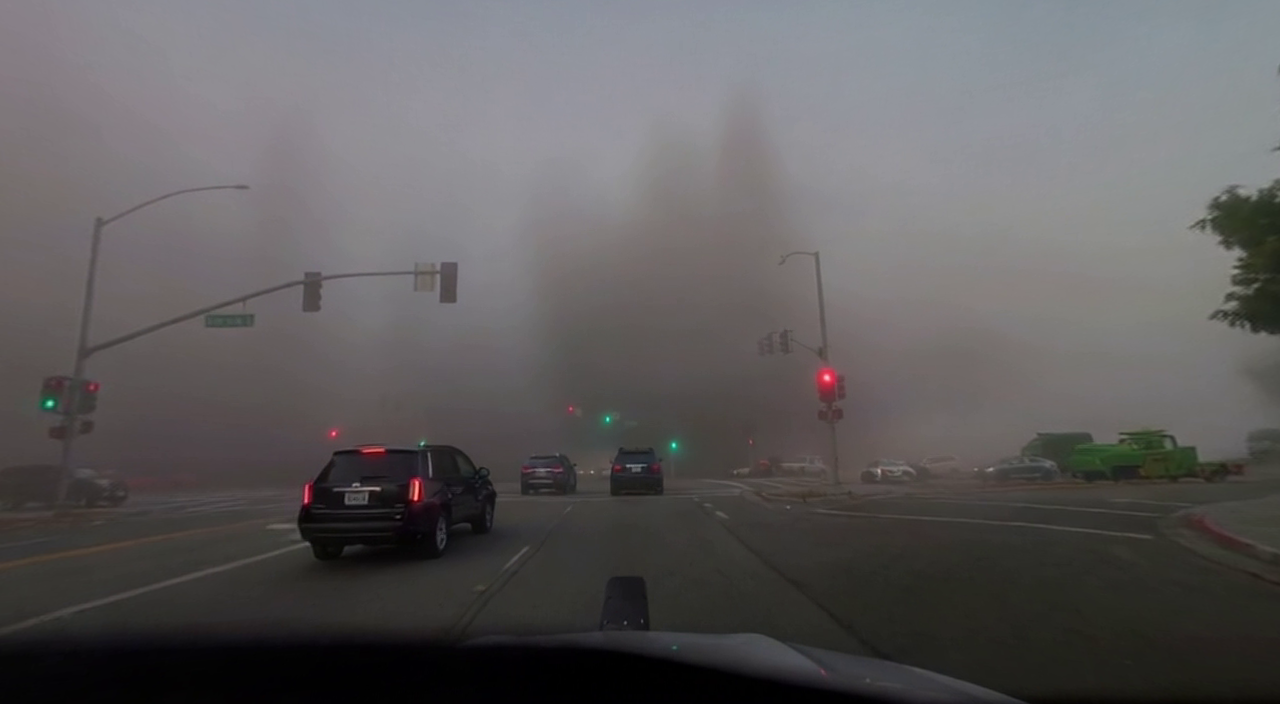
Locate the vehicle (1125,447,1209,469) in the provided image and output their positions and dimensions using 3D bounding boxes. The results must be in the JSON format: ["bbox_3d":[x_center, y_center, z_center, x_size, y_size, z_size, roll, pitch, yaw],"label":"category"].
[{"bbox_3d":[37.818,7.571,45.235,4.525,1.468,1.839,1,-8,-5],"label":"vehicle"}]

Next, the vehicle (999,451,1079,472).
[{"bbox_3d":[28.674,7.849,45.371,4.365,1.448,1.928,0,-8,0],"label":"vehicle"}]

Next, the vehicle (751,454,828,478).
[{"bbox_3d":[10.606,8.131,44.903,4.875,1.473,2.077,-2,-11,-2],"label":"vehicle"}]

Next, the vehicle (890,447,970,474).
[{"bbox_3d":[20.723,7.772,45.176,4.585,1.681,2.140,-3,-10,-1],"label":"vehicle"}]

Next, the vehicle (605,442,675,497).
[{"bbox_3d":[0.009,3.954,21.674,2.163,1.678,3.846,0,-8,0],"label":"vehicle"}]

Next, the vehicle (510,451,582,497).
[{"bbox_3d":[-3.393,4.468,23.586,2.013,1.474,4.393,0,-8,0],"label":"vehicle"}]

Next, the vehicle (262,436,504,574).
[{"bbox_3d":[-3.281,1.974,8.913,1.960,1.528,3.490,0,-8,-1],"label":"vehicle"}]

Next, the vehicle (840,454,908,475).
[{"bbox_3d":[18.095,8.710,48.919,4.478,1.495,2.063,0,-8,-1],"label":"vehicle"}]

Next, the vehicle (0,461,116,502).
[{"bbox_3d":[-27.161,5.892,28.785,4.623,1.710,2.034,0,-8,1],"label":"vehicle"}]
